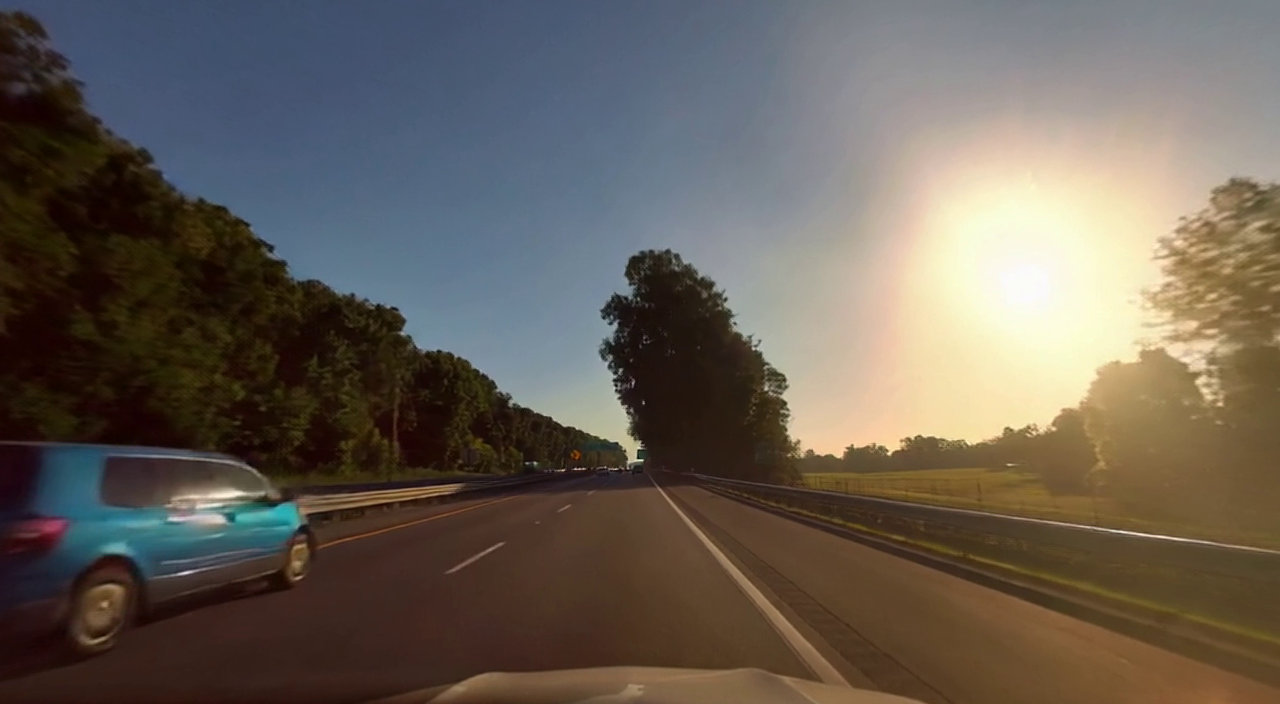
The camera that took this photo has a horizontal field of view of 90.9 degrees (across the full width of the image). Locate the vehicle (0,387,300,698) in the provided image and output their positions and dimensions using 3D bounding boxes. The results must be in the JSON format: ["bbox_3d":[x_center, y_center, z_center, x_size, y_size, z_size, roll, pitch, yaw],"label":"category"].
[{"bbox_3d":[-4.434,1.138,4.074,2.042,1.629,4.276,1,-10,0],"label":"vehicle"}]
